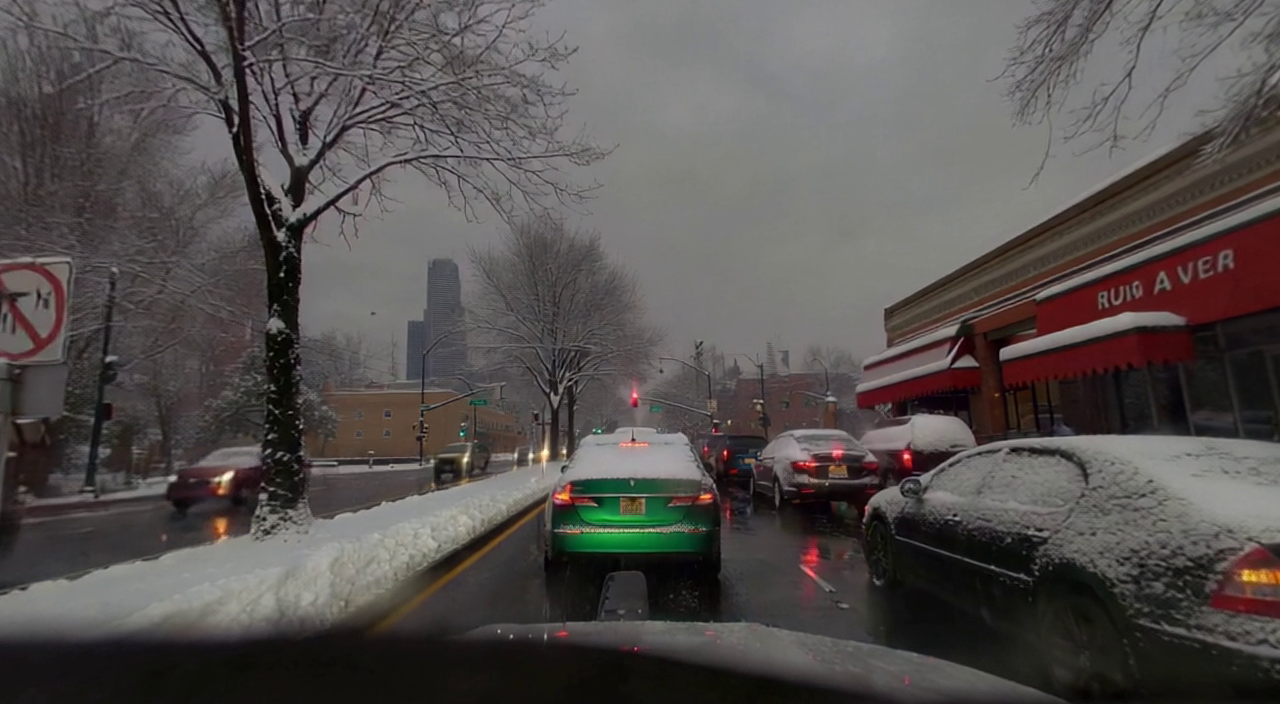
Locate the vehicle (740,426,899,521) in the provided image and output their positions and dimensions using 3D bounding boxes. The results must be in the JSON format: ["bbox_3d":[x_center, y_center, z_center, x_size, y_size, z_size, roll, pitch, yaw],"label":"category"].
[{"bbox_3d":[3.534,2.483,13.420,2.025,1.660,4.263,0,-9,-1],"label":"vehicle"}]

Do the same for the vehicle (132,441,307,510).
[{"bbox_3d":[-12.004,3.517,18.509,2.004,1.732,4.530,0,-9,0],"label":"vehicle"}]

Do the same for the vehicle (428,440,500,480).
[{"bbox_3d":[-8.068,4.994,29.389,2.079,1.695,4.374,0,-9,0],"label":"vehicle"}]

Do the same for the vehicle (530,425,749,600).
[{"bbox_3d":[-0.019,1.660,7.306,1.887,1.487,3.535,0,-9,0],"label":"vehicle"}]

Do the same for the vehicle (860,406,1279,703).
[{"bbox_3d":[3.311,1.257,4.482,1.988,1.480,4.195,0,-9,0],"label":"vehicle"}]
